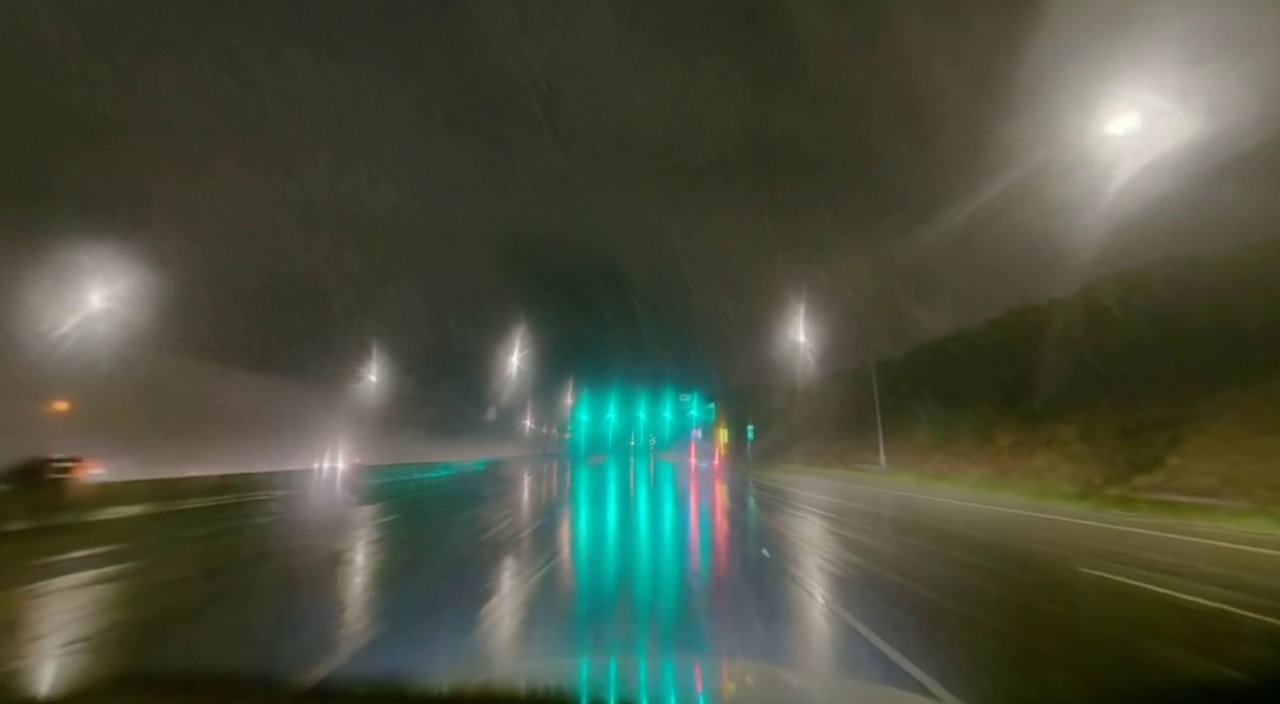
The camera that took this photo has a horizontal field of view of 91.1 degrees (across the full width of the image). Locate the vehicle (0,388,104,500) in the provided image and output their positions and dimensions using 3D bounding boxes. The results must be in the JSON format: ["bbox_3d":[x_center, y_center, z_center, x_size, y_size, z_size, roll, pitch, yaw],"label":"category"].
[{"bbox_3d":[-23.036,3.059,20.923,2.827,3.758,8.343,0,-9,0],"label":"vehicle"}]

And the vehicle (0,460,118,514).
[{"bbox_3d":[-18.694,4.048,19.150,1.843,1.430,4.316,0,-9,0],"label":"vehicle"}]

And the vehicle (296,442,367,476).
[{"bbox_3d":[-21.699,7.532,44.506,2.355,2.198,5.349,0,-9,-1],"label":"vehicle"}]

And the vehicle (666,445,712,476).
[{"bbox_3d":[2.542,5.814,33.881,2.055,1.501,4.321,0,-9,-1],"label":"vehicle"}]
